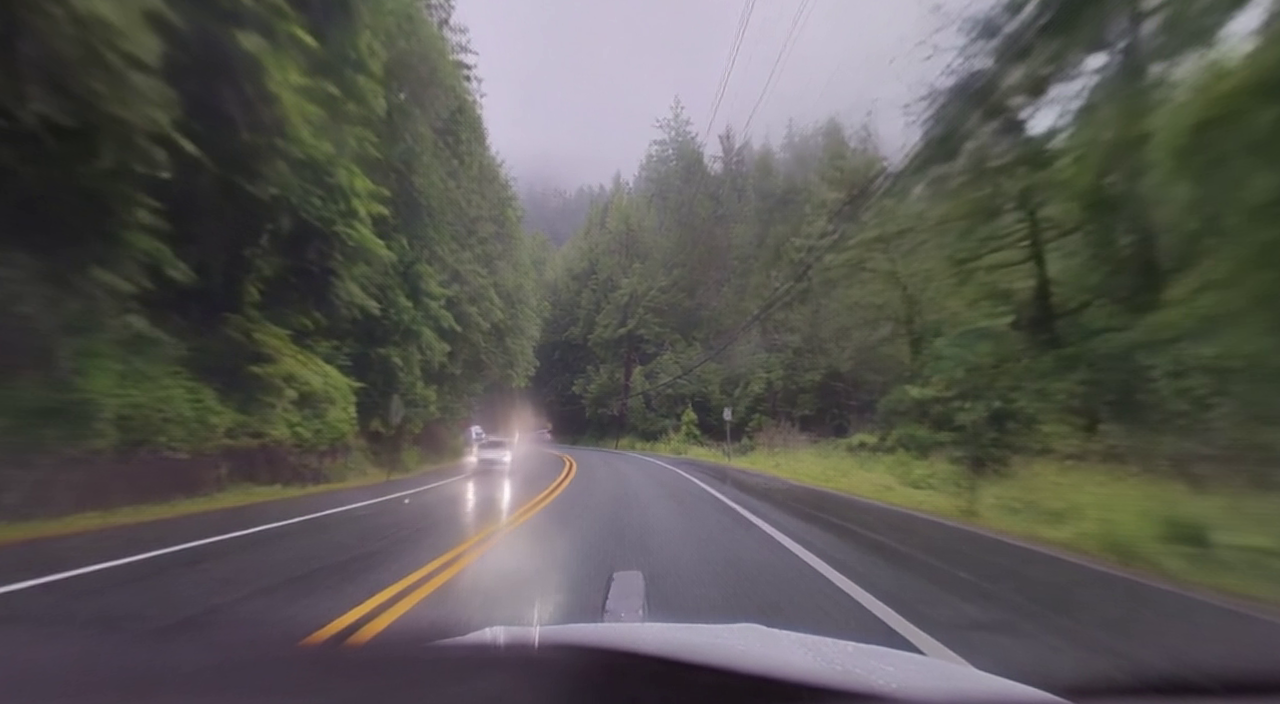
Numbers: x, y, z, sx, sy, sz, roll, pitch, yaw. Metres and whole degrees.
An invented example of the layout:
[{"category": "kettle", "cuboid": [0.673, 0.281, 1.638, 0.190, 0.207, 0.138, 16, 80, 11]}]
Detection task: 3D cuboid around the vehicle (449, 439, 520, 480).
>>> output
[{"category": "vehicle", "cuboid": [-6.173, 4.323, 25.629, 2.060, 1.466, 4.263, 0, -9, -4]}]
